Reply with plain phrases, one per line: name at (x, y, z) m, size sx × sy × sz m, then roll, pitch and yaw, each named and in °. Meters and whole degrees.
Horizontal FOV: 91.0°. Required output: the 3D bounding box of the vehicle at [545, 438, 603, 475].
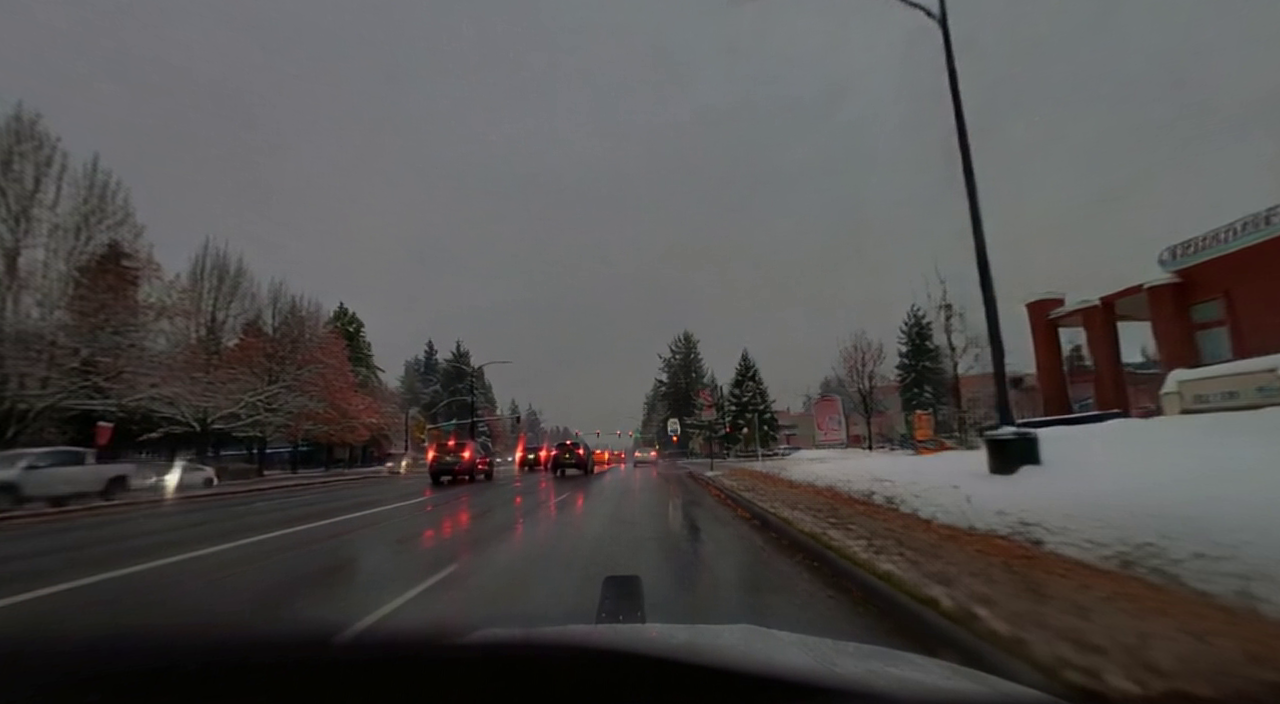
vehicle at (-3.099, 5.040, 30.590) m, size 2.165 × 1.663 × 4.513 m, roll 0°, pitch -9°, yaw 1°

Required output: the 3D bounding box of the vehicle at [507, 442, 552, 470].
vehicle at (-7.266, 6.871, 41.829) m, size 2.069 × 1.719 × 4.441 m, roll 0°, pitch -9°, yaw 2°

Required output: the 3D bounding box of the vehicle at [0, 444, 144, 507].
vehicle at (-21.973, 4.469, 23.359) m, size 2.288 × 2.026 × 5.649 m, roll 0°, pitch -9°, yaw 3°

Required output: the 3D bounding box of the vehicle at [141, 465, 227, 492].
vehicle at (-33.294, 9.202, 46.173) m, size 2.096 × 1.699 × 4.912 m, roll -1°, pitch -9°, yaw 10°

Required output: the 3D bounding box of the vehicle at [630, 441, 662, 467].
vehicle at (0.378, 7.131, 44.271) m, size 2.144 × 1.704 × 4.028 m, roll 1°, pitch -9°, yaw -1°

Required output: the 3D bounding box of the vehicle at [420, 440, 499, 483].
vehicle at (-7.393, 4.506, 26.266) m, size 1.932 × 1.596 × 4.247 m, roll 0°, pitch -9°, yaw 2°
